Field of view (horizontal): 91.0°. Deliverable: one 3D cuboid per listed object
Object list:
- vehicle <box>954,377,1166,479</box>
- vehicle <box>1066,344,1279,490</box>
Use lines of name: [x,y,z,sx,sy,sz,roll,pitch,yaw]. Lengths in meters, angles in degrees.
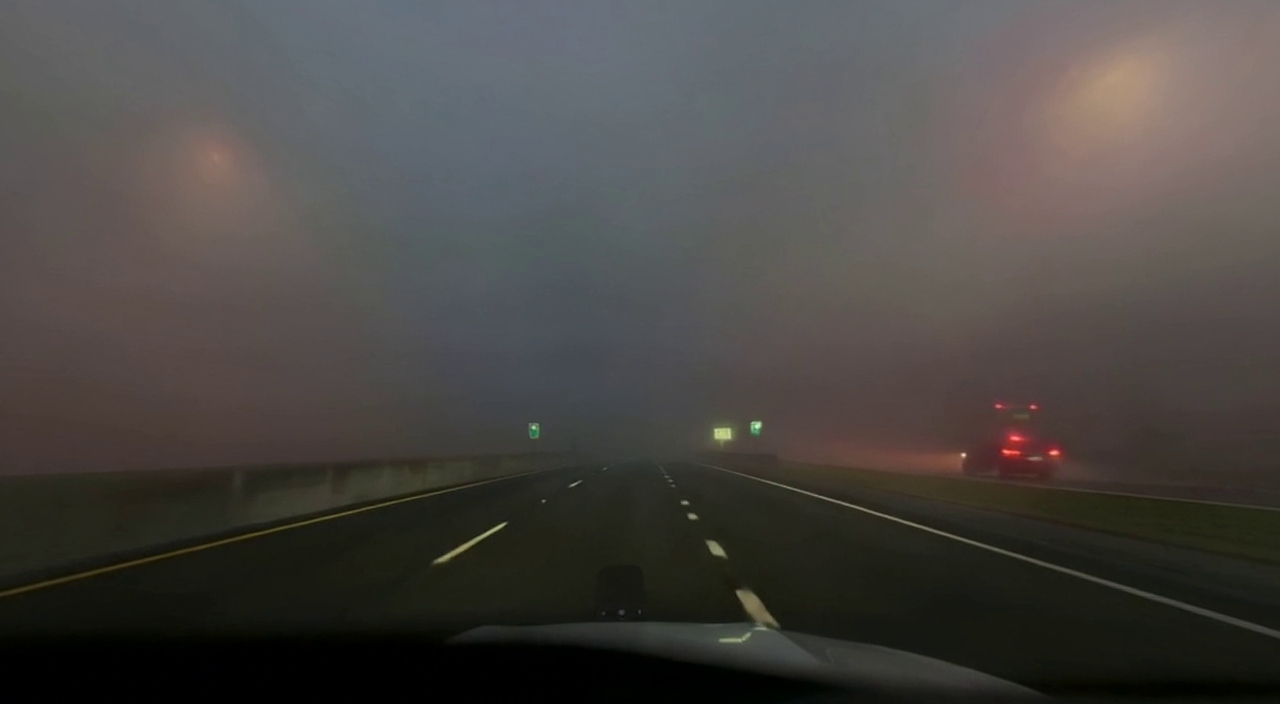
vehicle: [19.144,3.744,29.905,3.020,4.008,9.497,1,-9,-3]
vehicle: [20.013,1.931,18.438,2.939,4.193,15.754,1,-9,-5]
